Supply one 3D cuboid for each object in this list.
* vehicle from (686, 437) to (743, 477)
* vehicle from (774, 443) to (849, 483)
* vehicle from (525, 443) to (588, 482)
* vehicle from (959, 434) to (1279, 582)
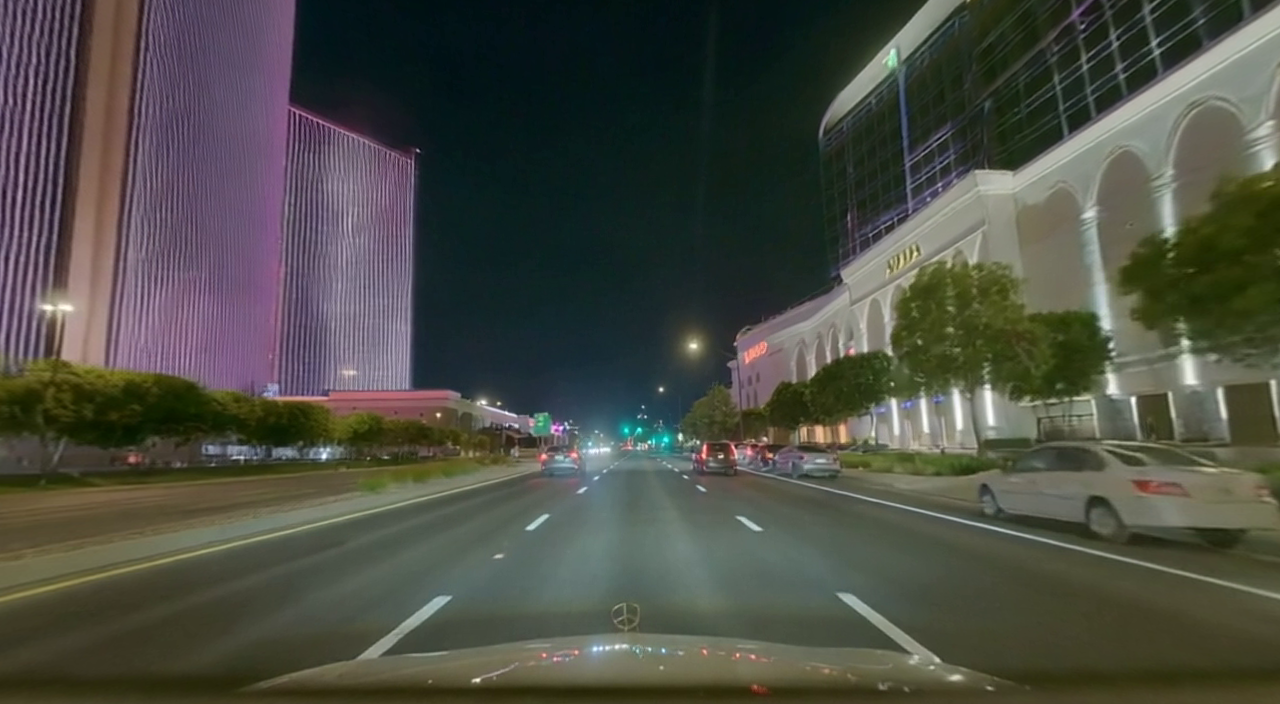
[{"bbox_3d":[3.477,4.984,30.134,2.083,1.743,4.354,0,-8,-1],"label":"vehicle"},{"bbox_3d":[6.932,4.513,26.008,1.876,1.478,4.670,0,-8,1],"label":"vehicle"},{"bbox_3d":[-3.344,4.490,25.949,2.005,1.477,4.169,0,-8,1],"label":"vehicle"},{"bbox_3d":[6.910,1.945,8.841,2.302,1.480,4.696,0,-8,-1],"label":"vehicle"}]
